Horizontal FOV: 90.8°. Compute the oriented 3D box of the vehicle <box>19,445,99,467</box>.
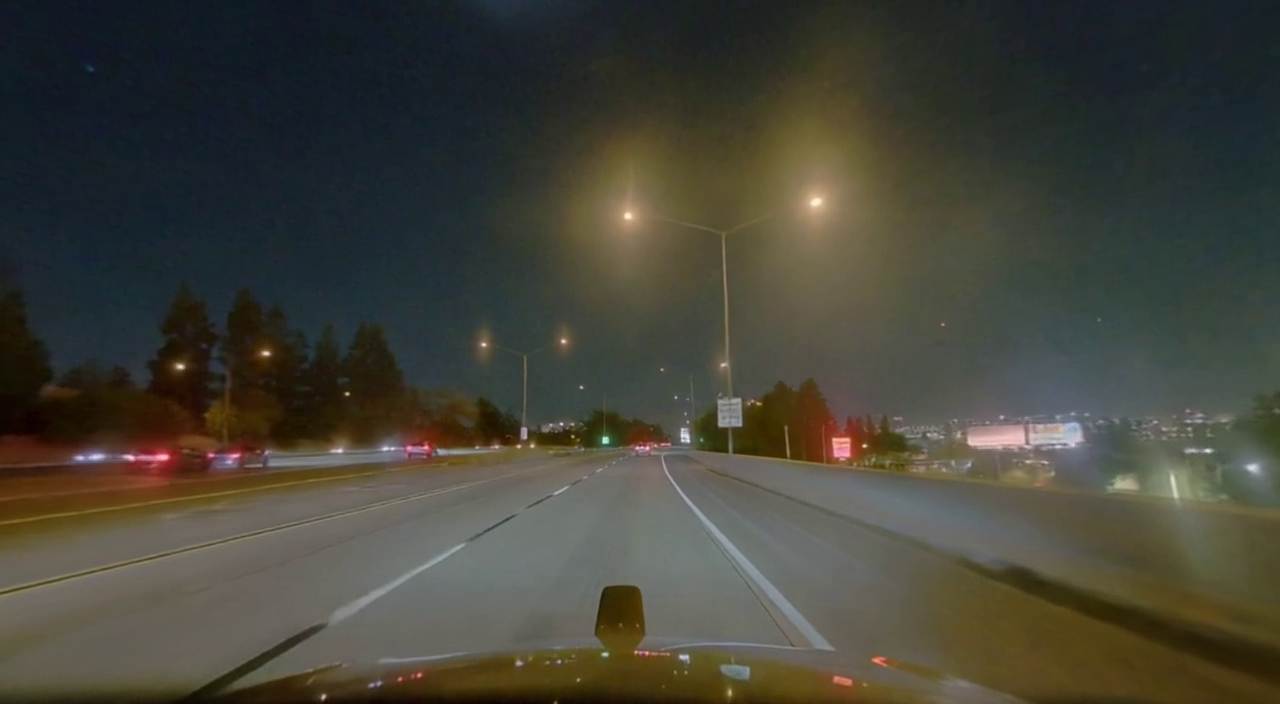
[{"bbox_3d":[-45.028,8.017,49.117,2.095,1.593,4.577,0,-8,-4],"label":"vehicle"}]

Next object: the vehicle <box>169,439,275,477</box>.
[{"bbox_3d":[-18.124,4.585,27.693,1.829,1.520,4.505,1,-8,-5],"label":"vehicle"}]

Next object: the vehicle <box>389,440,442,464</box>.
[{"bbox_3d":[-15.027,6.697,42.517,2.271,1.537,4.029,0,-8,-3],"label":"vehicle"}]

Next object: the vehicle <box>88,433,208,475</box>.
[{"bbox_3d":[-22.107,4.590,28.664,2.049,1.718,4.445,1,-8,-5],"label":"vehicle"}]
